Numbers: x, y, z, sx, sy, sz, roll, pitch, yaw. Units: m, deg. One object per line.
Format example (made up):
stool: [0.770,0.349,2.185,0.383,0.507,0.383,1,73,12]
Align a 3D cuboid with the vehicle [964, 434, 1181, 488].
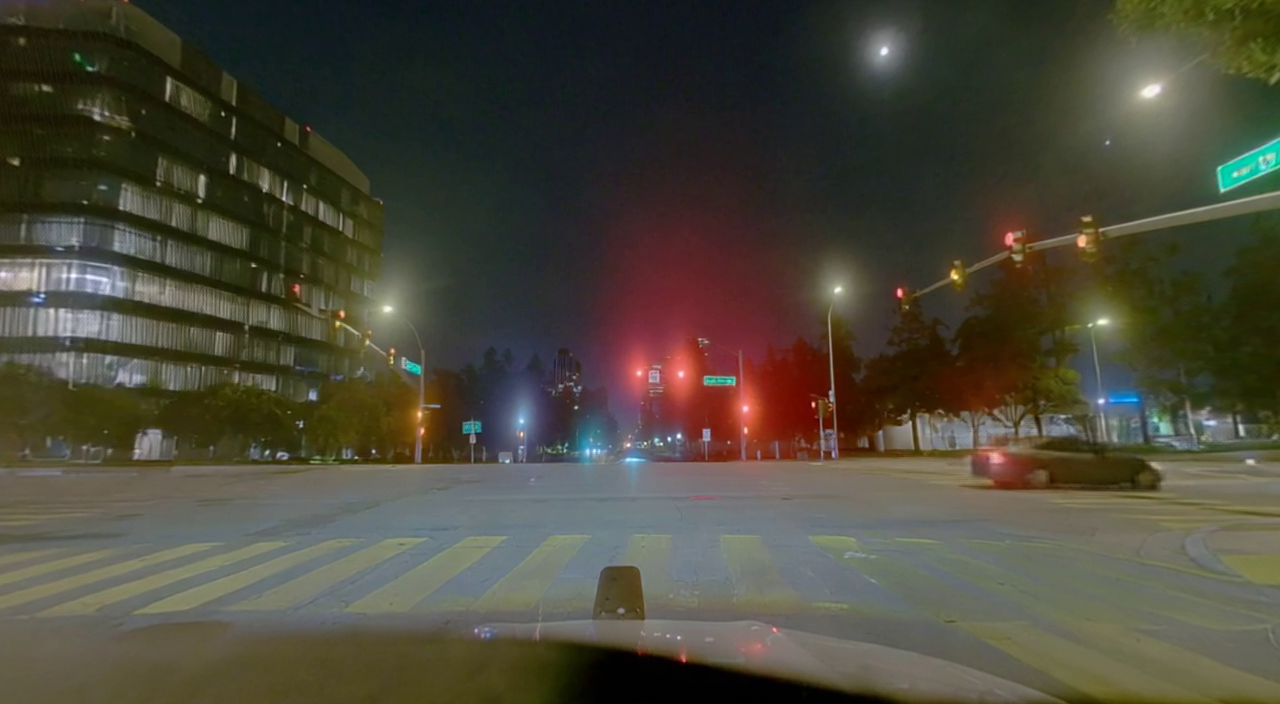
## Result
vehicle: [12.528,3.185,18.584,4.838,1.468,2.052,0,-9,0]
